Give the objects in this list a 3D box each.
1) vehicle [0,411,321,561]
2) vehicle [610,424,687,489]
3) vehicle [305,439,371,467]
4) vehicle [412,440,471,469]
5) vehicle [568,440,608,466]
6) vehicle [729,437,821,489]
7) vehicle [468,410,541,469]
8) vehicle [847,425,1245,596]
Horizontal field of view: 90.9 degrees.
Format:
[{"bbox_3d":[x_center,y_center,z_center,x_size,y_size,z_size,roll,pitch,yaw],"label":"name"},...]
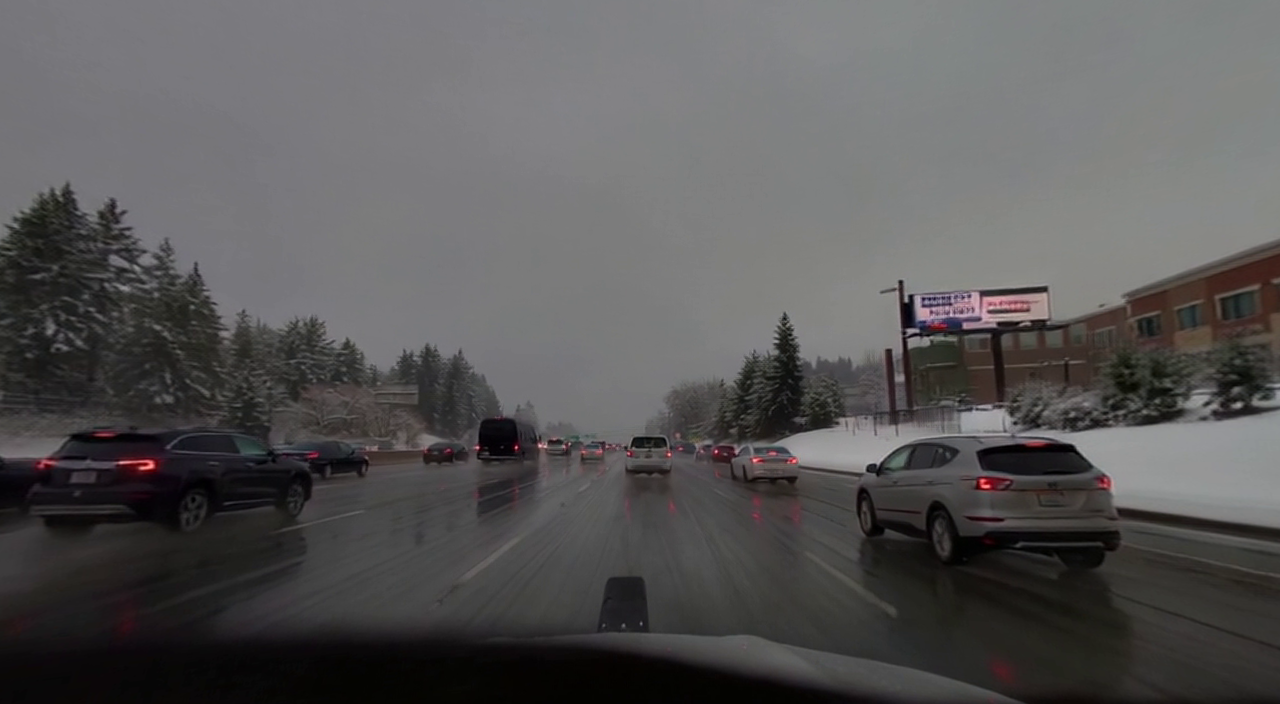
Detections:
[{"bbox_3d":[-6.872,1.799,9.207,2.021,1.632,4.417,0,-8,1],"label":"vehicle"},{"bbox_3d":[0.266,3.353,20.612,2.209,1.863,4.626,0,-8,0],"label":"vehicle"},{"bbox_3d":[-17.073,5.723,35.852,1.848,1.487,3.805,0,-8,1],"label":"vehicle"},{"bbox_3d":[-10.872,5.622,34.821,1.923,1.480,3.905,0,-8,1],"label":"vehicle"},{"bbox_3d":[-3.142,6.216,39.120,2.079,1.499,4.512,0,-8,1],"label":"vehicle"},{"bbox_3d":[4.242,3.568,20.641,1.942,1.487,4.518,0,-8,-1],"label":"vehicle"},{"bbox_3d":[-7.048,4.718,33.763,2.358,2.817,7.055,0,-8,0],"label":"vehicle"},{"bbox_3d":[4.297,1.720,7.829,1.915,1.482,4.537,0,-8,0],"label":"vehicle"}]
